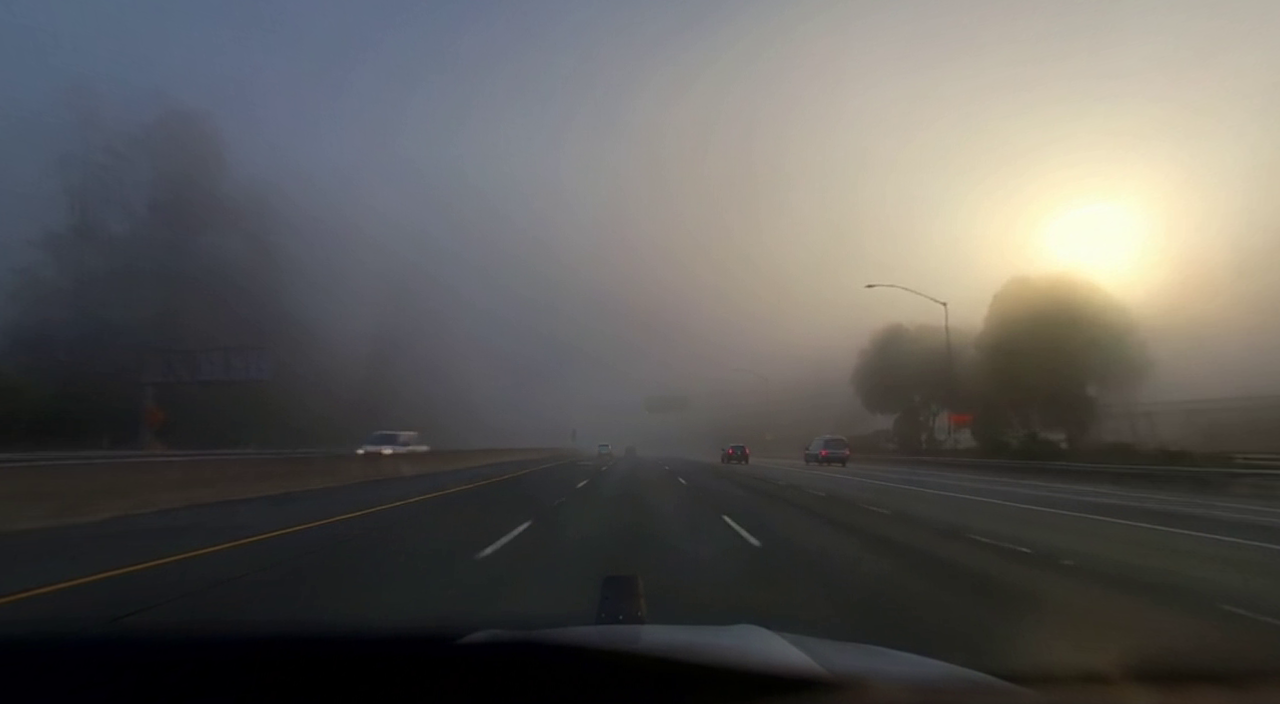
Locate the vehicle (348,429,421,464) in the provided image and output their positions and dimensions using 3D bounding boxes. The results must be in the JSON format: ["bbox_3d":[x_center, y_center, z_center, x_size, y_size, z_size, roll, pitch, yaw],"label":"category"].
[{"bbox_3d":[-14.218,5.296,35.507,2.072,1.807,4.698,0,-9,1],"label":"vehicle"}]

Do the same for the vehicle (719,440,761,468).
[{"bbox_3d":[6.564,6.746,41.912,2.081,1.705,3.926,0,-9,-1],"label":"vehicle"}]
